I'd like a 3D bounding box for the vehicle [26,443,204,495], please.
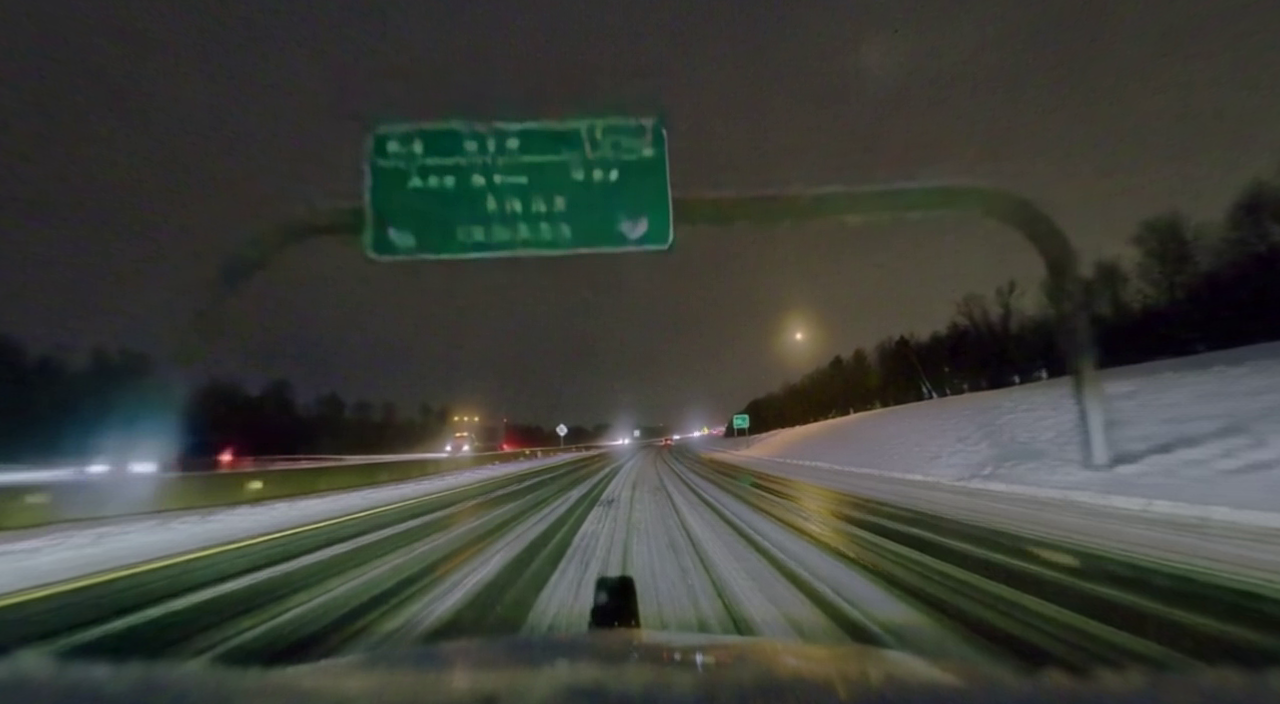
[{"bbox_3d":[-17.303,3.834,21.152,1.905,1.489,4.751,-1,-8,0],"label":"vehicle"}]
